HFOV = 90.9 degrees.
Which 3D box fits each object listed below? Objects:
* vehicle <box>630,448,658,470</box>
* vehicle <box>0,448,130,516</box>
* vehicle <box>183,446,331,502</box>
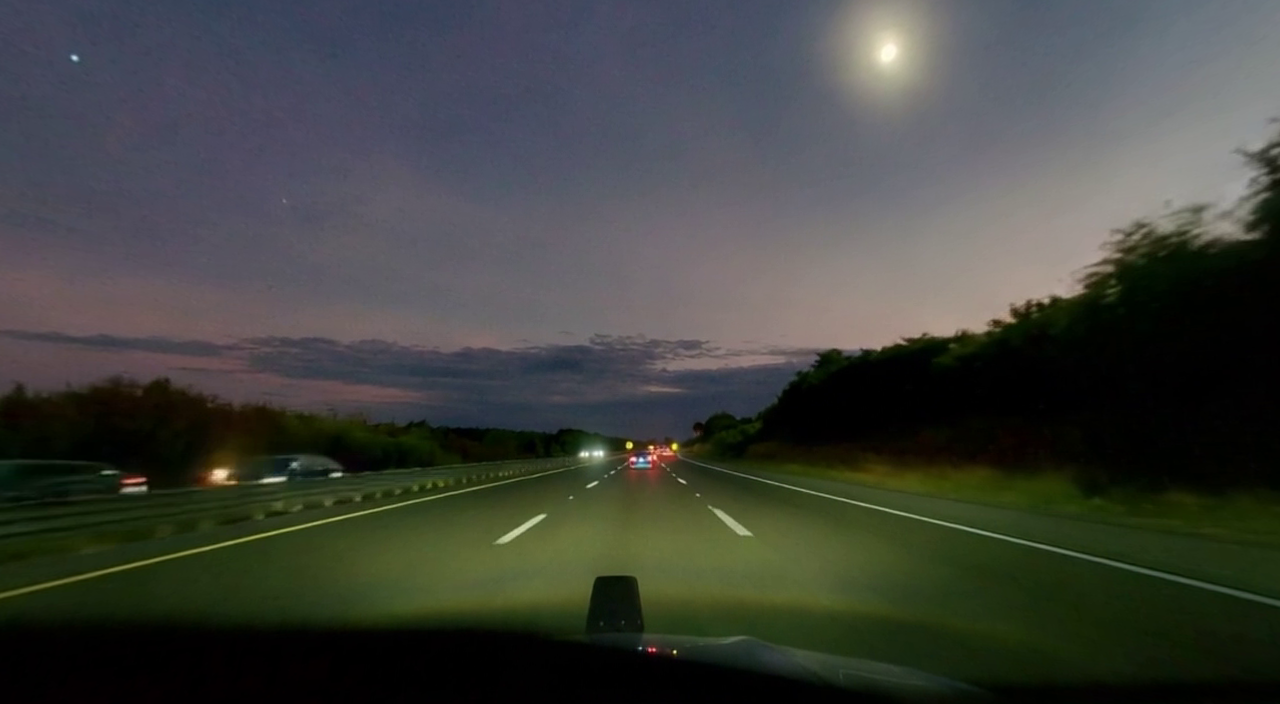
[{"bbox_3d":[0.281,7.828,46.228,1.964,1.483,4.016,0,-9,0],"label":"vehicle"},{"bbox_3d":[-15.846,3.208,15.879,2.078,1.558,4.558,0,-9,1],"label":"vehicle"},{"bbox_3d":[-11.814,3.772,19.844,1.949,1.547,4.188,0,-9,1],"label":"vehicle"}]
